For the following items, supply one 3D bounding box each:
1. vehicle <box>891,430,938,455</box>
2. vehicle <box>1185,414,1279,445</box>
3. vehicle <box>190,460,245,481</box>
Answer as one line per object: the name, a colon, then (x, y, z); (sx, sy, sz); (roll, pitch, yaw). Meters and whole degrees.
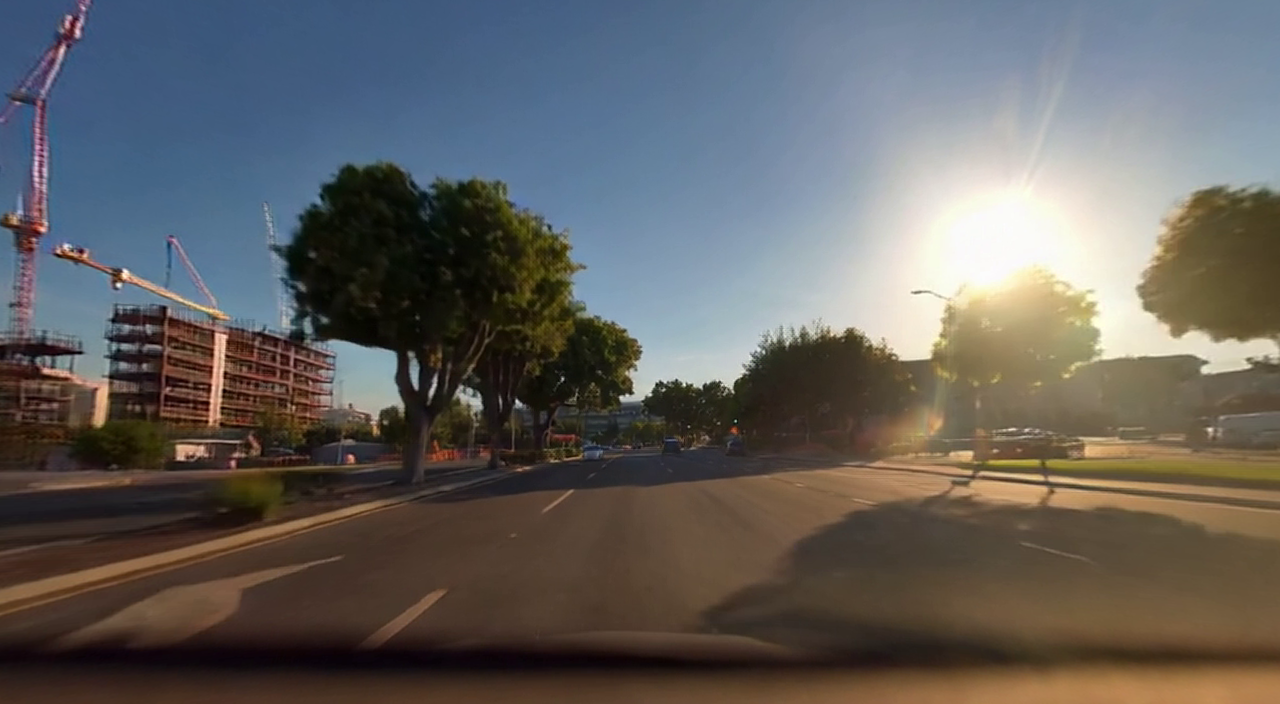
vehicle: (20.558, 6.803, 47.551); (2.222, 1.742, 5.231); (-1, -8, 12)
vehicle: (45.076, 5.802, 47.330); (6.011, 1.997, 2.324); (-11, -13, 43)
vehicle: (-30.271, 8.470, 45.200); (4.351, 1.413, 1.878); (-8, -12, 37)
